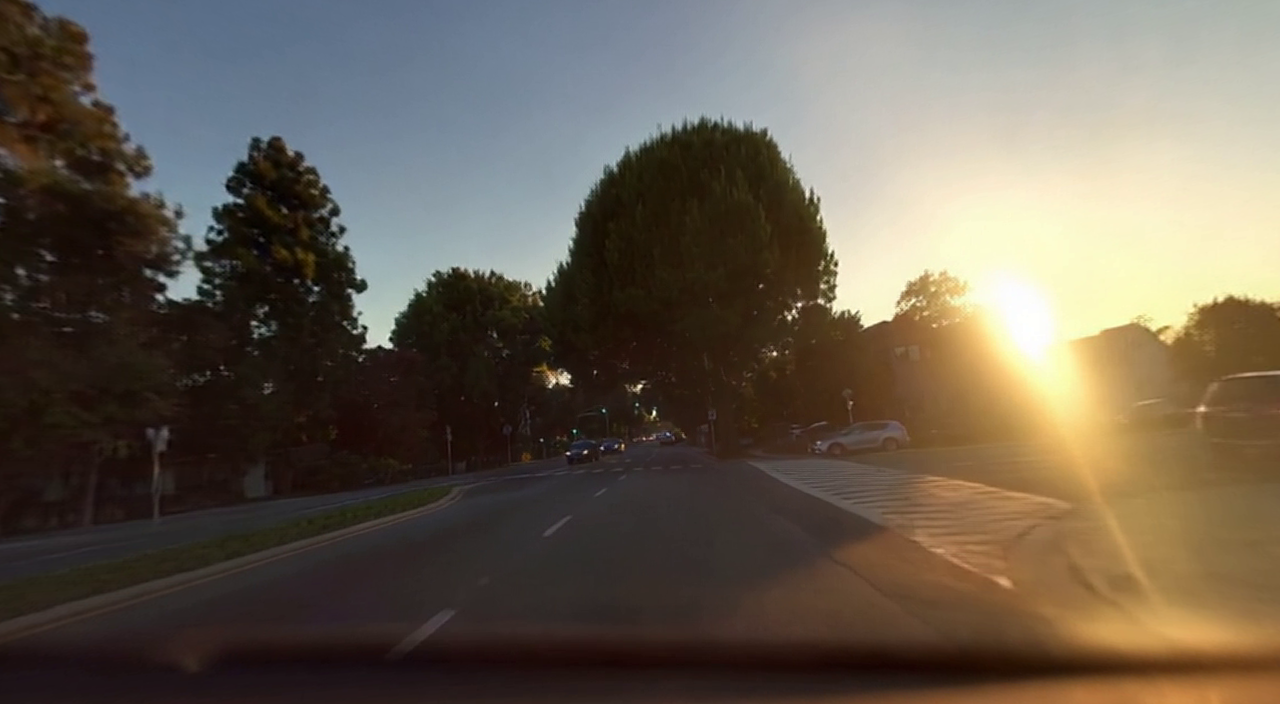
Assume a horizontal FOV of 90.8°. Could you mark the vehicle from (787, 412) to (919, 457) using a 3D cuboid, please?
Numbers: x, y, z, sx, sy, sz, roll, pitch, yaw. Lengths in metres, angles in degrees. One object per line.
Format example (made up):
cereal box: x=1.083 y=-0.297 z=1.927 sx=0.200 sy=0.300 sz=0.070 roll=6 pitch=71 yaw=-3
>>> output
vehicle: x=8.736 y=3.466 z=26.203 sx=4.906 sy=1.729 sz=2.414 roll=-3 pitch=-9 yaw=18

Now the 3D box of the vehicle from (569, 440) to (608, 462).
vehicle: x=-3.652 y=7.143 z=45.616 sx=2.078 sy=1.467 sz=4.376 roll=-1 pitch=-8 yaw=5
